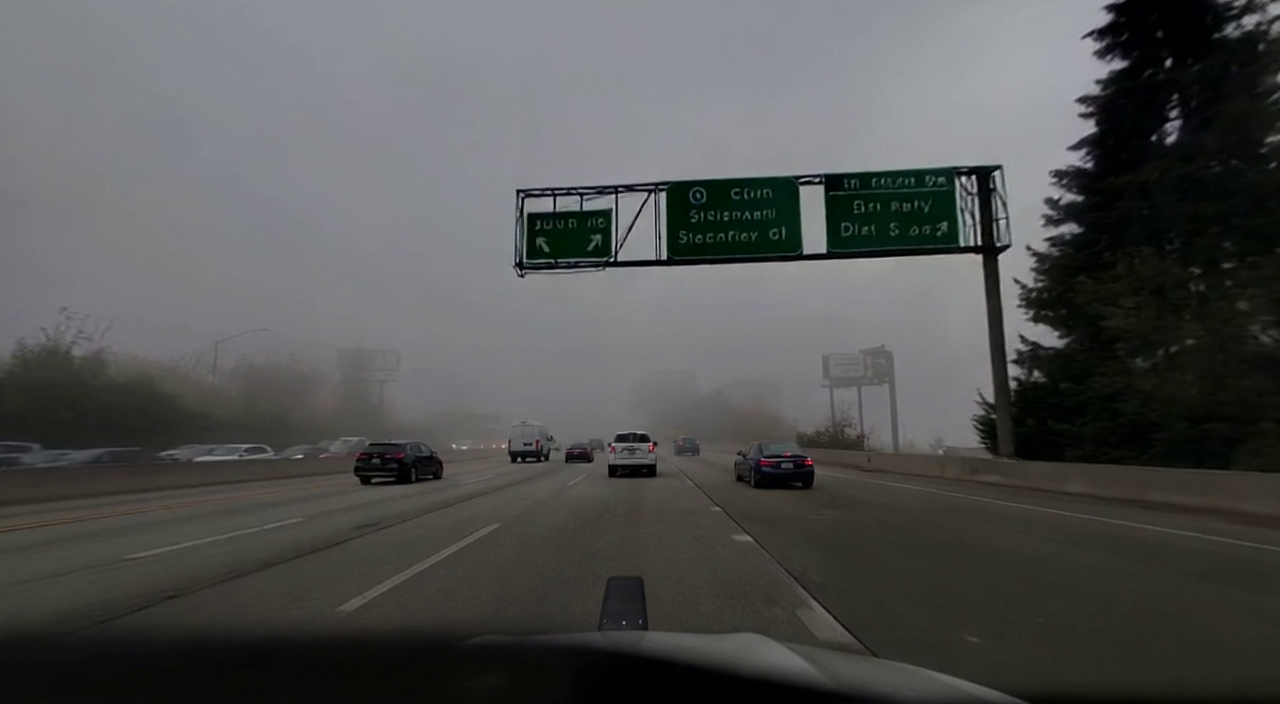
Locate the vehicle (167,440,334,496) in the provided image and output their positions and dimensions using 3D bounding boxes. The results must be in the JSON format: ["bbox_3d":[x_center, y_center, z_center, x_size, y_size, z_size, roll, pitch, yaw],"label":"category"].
[{"bbox_3d":[-11.237,3.356,18.692,1.970,1.441,4.555,0,-8,1],"label":"vehicle"}]

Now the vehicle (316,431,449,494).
[{"bbox_3d":[-7.426,3.227,18.747,2.021,1.632,4.417,0,-8,1],"label":"vehicle"}]

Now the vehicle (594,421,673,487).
[{"bbox_3d":[-0.204,3.222,20.220,2.209,1.863,4.626,0,-8,0],"label":"vehicle"}]

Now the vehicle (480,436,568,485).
[{"bbox_3d":[-3.859,3.680,21.811,2.079,1.499,4.512,0,-8,1],"label":"vehicle"}]

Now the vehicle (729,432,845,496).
[{"bbox_3d":[3.747,2.943,17.001,1.942,1.487,4.518,0,-8,-1],"label":"vehicle"}]

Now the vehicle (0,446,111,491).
[{"bbox_3d":[-21.916,4.133,22.669,1.867,1.443,4.468,0,-8,0],"label":"vehicle"}]
